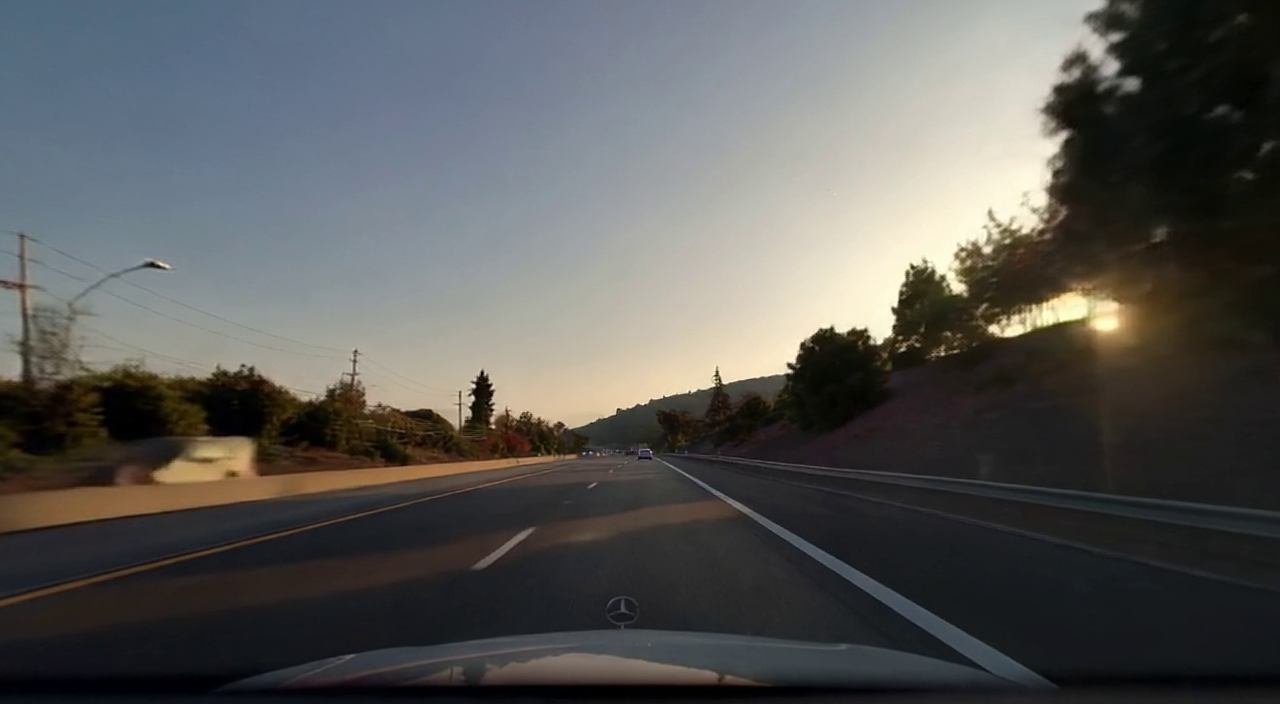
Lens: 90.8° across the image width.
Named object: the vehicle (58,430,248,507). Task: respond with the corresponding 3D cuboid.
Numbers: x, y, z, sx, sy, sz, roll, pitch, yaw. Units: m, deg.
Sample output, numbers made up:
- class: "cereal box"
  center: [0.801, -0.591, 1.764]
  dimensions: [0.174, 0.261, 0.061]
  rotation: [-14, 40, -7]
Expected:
- class: "vehicle"
  center: [-16.092, 3.858, 21.368]
  dimensions: [2.224, 2.271, 5.154]
  rotation: [0, -9, 1]
